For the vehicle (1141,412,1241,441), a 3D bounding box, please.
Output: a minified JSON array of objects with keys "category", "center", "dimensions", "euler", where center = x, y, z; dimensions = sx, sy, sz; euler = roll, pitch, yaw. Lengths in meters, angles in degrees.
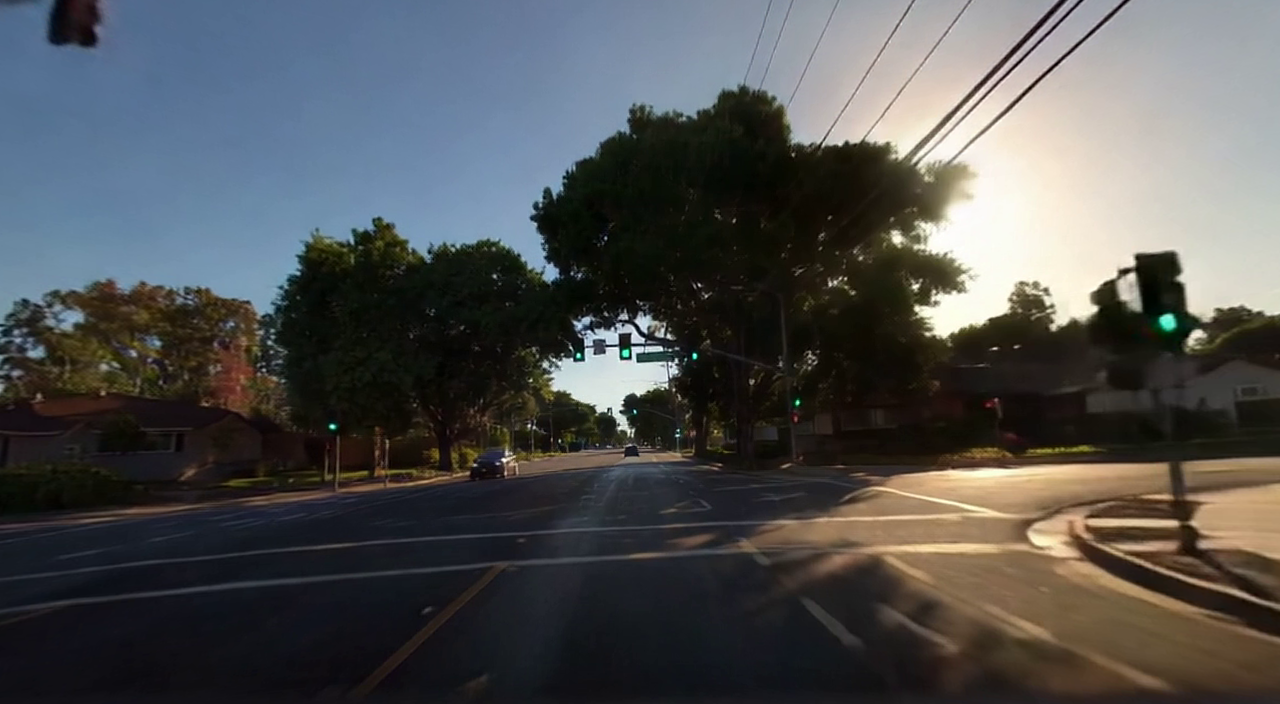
[{"category":"vehicle","center":[34.242,4.720,39.430],"dimensions":[2.031,1.661,4.509],"euler":[1,-8,-3]}]
